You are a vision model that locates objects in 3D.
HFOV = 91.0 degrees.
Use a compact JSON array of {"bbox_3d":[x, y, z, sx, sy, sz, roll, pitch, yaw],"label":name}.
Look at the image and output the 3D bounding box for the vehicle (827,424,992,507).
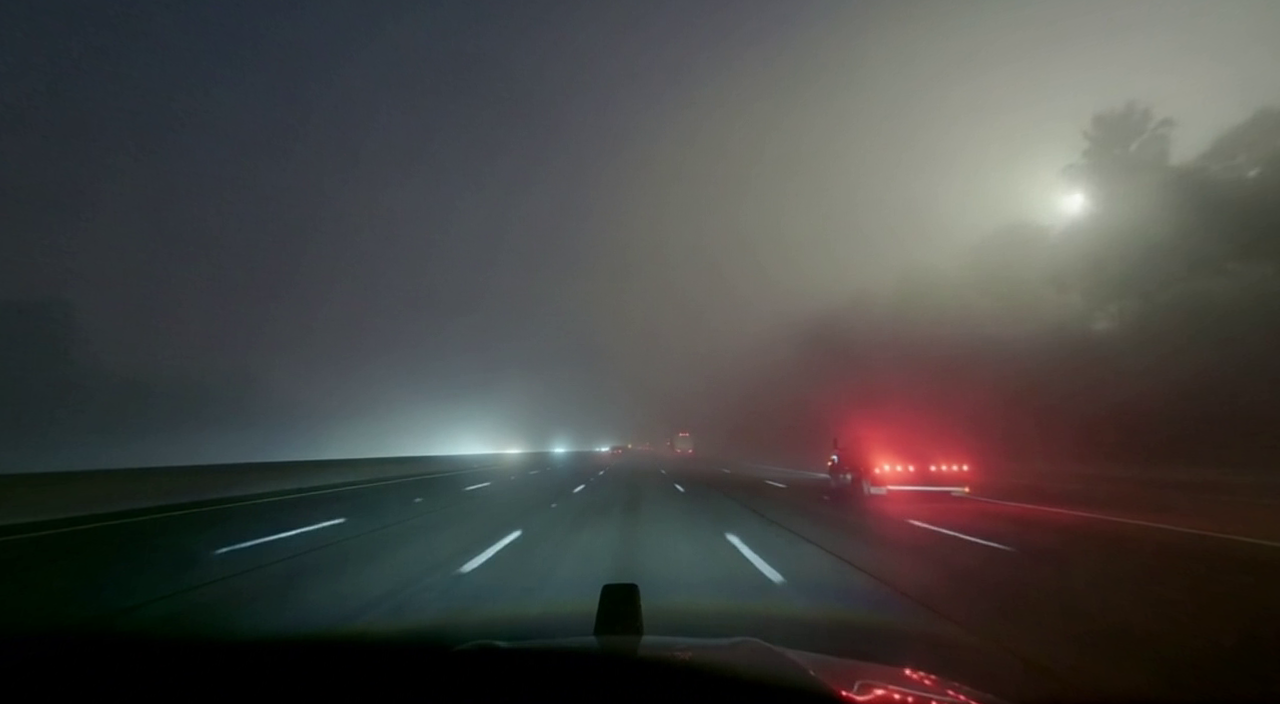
[{"bbox_3d":[6.498,2.800,15.920,2.096,1.767,4.601,0,-9,0],"label":"vehicle"}]
